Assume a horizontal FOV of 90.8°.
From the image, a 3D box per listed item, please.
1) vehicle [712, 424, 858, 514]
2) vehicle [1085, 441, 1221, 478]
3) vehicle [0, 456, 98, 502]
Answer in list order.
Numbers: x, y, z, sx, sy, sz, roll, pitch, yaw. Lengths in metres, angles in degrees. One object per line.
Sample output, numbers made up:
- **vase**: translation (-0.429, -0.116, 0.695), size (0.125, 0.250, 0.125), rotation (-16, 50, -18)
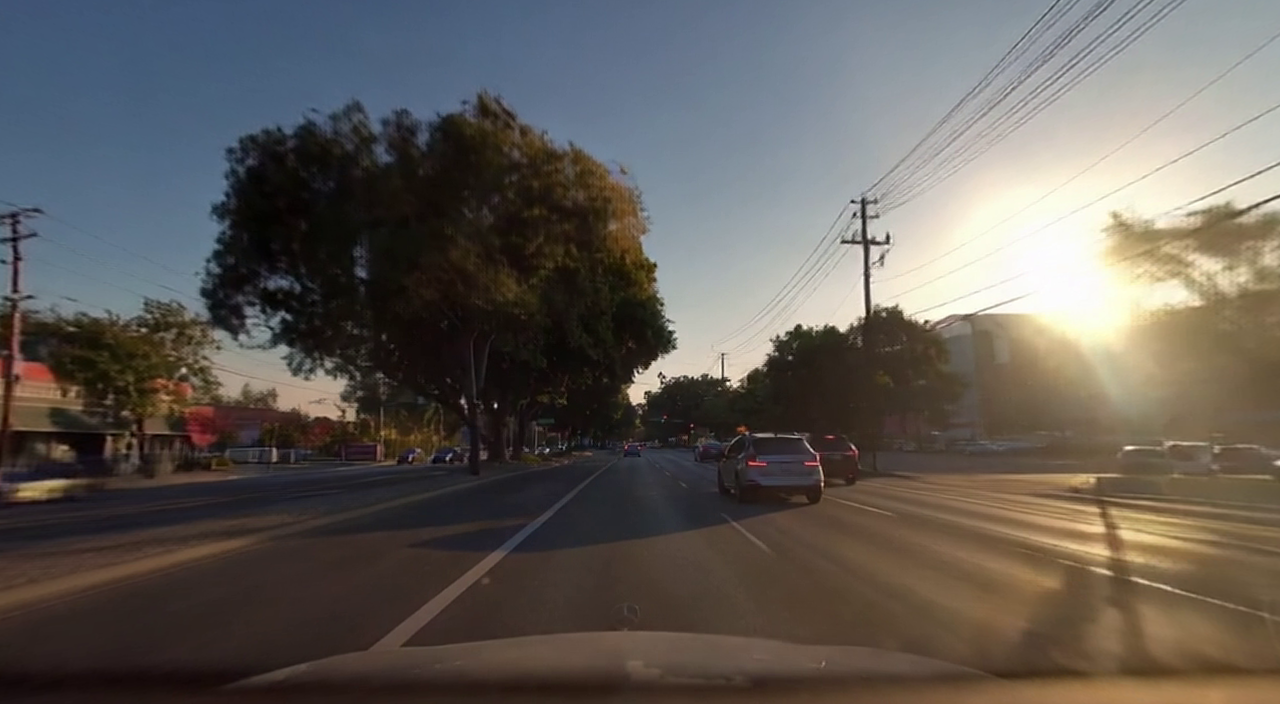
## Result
- **vehicle**: translation (3.012, 2.556, 14.226), size (2.128, 1.699, 4.222), rotation (0, -9, -2)
- **vehicle**: translation (25.012, 5.257, 30.969), size (4.798, 1.699, 2.039), rotation (0, -9, 1)
- **vehicle**: translation (-23.309, 4.726, 23.572), size (1.985, 1.511, 4.772), rotation (-3, -8, -1)
